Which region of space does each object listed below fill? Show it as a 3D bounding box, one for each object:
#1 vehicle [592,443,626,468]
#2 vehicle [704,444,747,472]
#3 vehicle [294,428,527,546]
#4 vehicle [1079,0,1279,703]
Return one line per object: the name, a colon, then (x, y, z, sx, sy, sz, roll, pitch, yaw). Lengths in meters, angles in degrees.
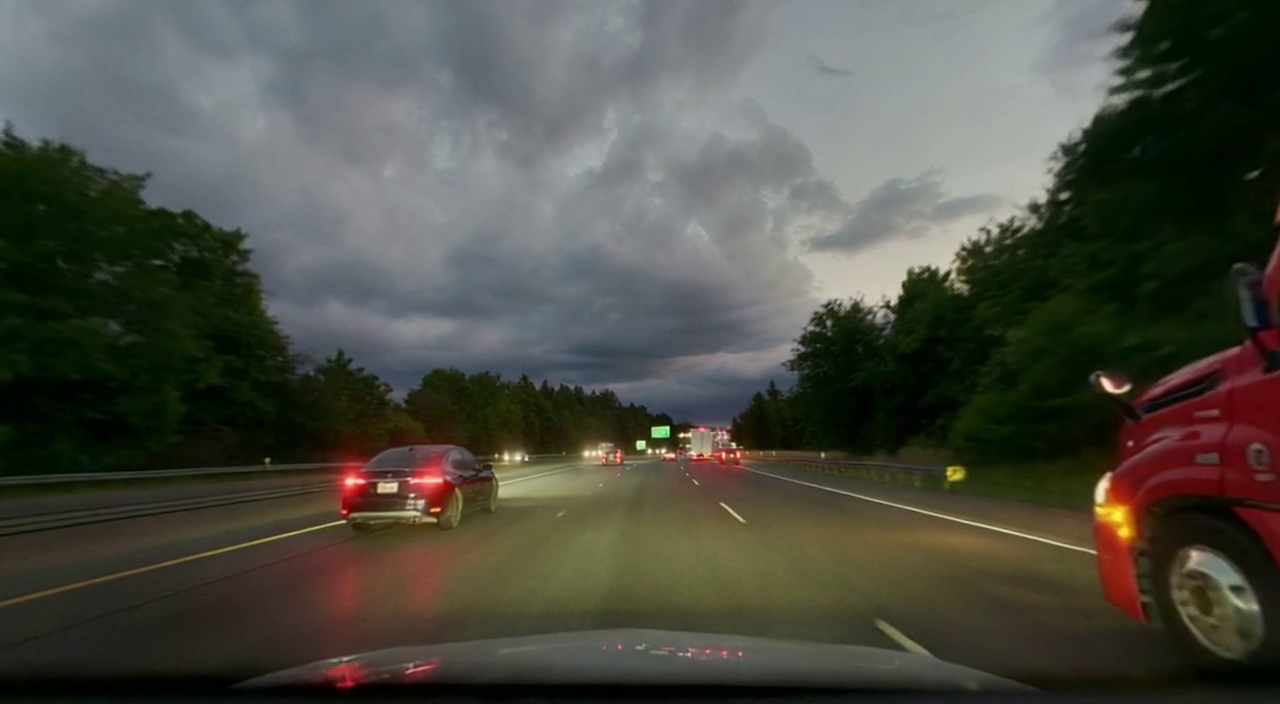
vehicle: (-2.169, 7.425, 45.140, 2.017, 1.683, 4.309, 0, -9, 3)
vehicle: (5.190, 6.490, 38.705, 2.176, 1.598, 3.878, 0, -9, 1)
vehicle: (-3.434, 2.144, 10.687, 2.085, 1.530, 4.809, 0, -9, 1)
vehicle: (4.446, -0.316, 1.098, 2.976, 3.886, 5.835, 0, -9, 1)
